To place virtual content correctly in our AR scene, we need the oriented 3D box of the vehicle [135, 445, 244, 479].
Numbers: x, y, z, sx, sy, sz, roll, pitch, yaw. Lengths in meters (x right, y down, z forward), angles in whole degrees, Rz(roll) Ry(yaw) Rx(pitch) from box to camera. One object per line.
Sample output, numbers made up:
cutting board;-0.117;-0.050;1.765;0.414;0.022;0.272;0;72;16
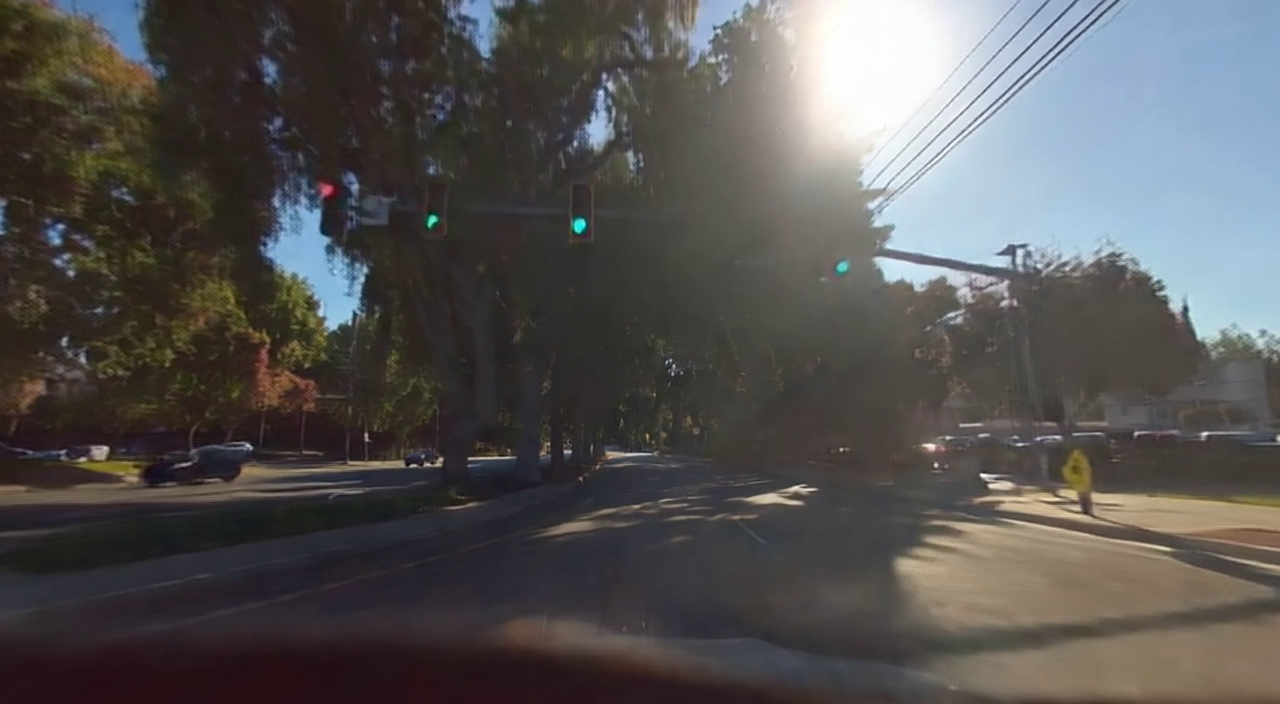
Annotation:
vehicle;-22.121;5.402;31.225;1.885;1.479;4.675;-1;-8;1
